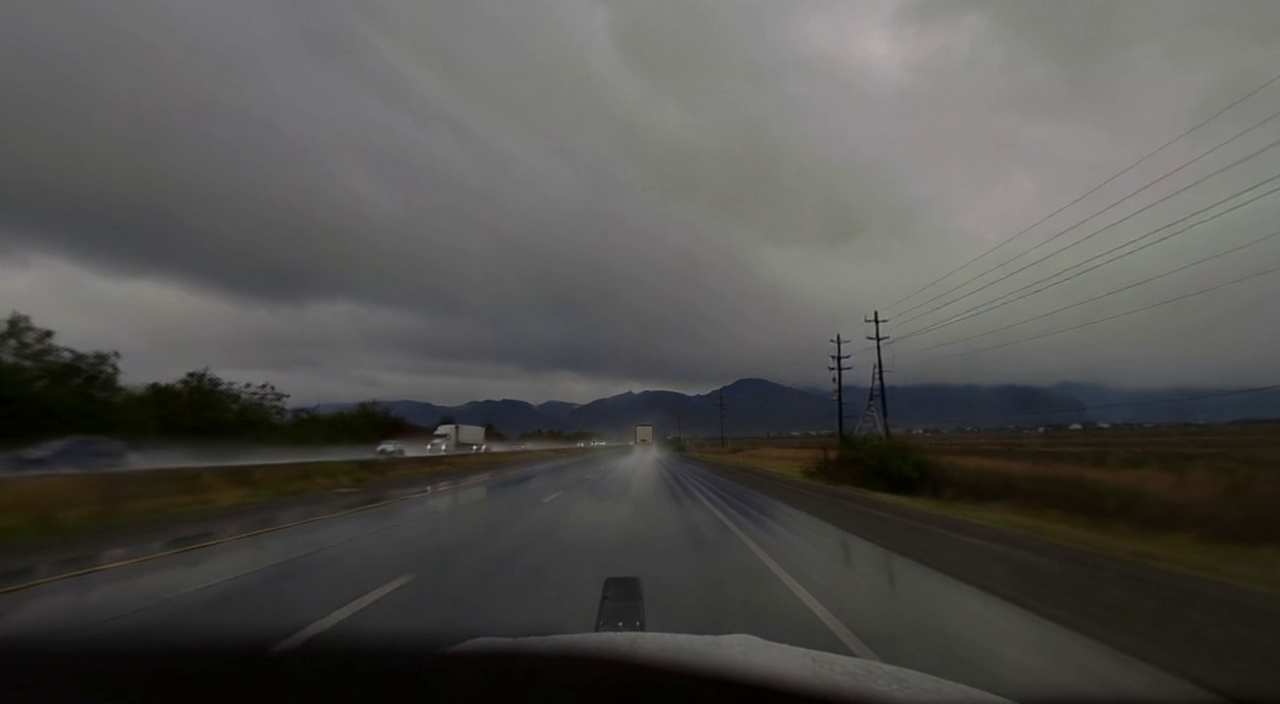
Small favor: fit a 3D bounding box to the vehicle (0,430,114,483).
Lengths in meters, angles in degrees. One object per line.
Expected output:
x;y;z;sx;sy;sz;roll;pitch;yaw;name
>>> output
-22.442;3.796;23.092;2.156;1.749;4.634;0;-8;1;vehicle
